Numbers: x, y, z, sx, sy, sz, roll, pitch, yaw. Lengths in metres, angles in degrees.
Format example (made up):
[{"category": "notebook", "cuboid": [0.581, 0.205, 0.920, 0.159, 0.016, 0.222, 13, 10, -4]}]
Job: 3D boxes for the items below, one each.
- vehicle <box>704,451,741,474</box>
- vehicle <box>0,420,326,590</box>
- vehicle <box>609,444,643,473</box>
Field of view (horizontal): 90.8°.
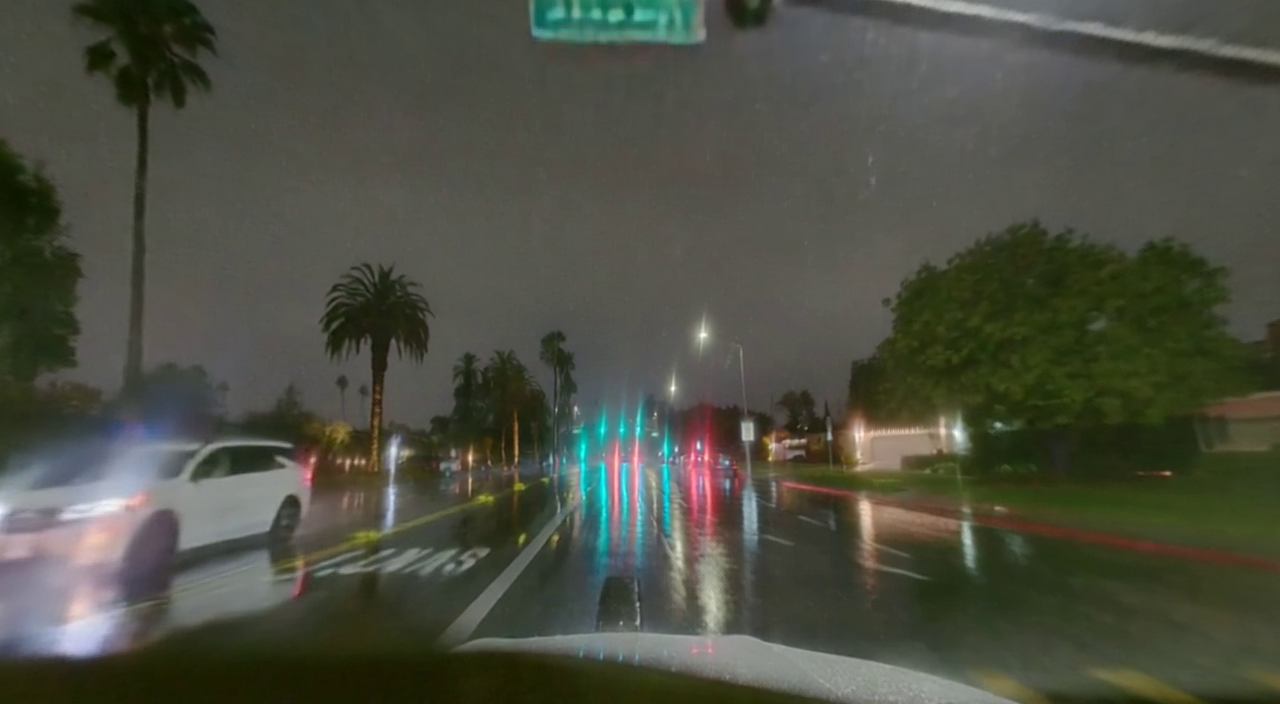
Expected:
[{"category": "vehicle", "cuboid": [5.862, 7.943, 45.498, 1.947, 1.505, 4.759, -1, -9, 0]}, {"category": "vehicle", "cuboid": [-6.208, 1.877, 8.435, 1.983, 1.684, 3.938, -1, -9, 0]}, {"category": "vehicle", "cuboid": [-1.038, 7.444, 44.254, 2.248, 1.833, 4.798, 0, -9, -3]}]
